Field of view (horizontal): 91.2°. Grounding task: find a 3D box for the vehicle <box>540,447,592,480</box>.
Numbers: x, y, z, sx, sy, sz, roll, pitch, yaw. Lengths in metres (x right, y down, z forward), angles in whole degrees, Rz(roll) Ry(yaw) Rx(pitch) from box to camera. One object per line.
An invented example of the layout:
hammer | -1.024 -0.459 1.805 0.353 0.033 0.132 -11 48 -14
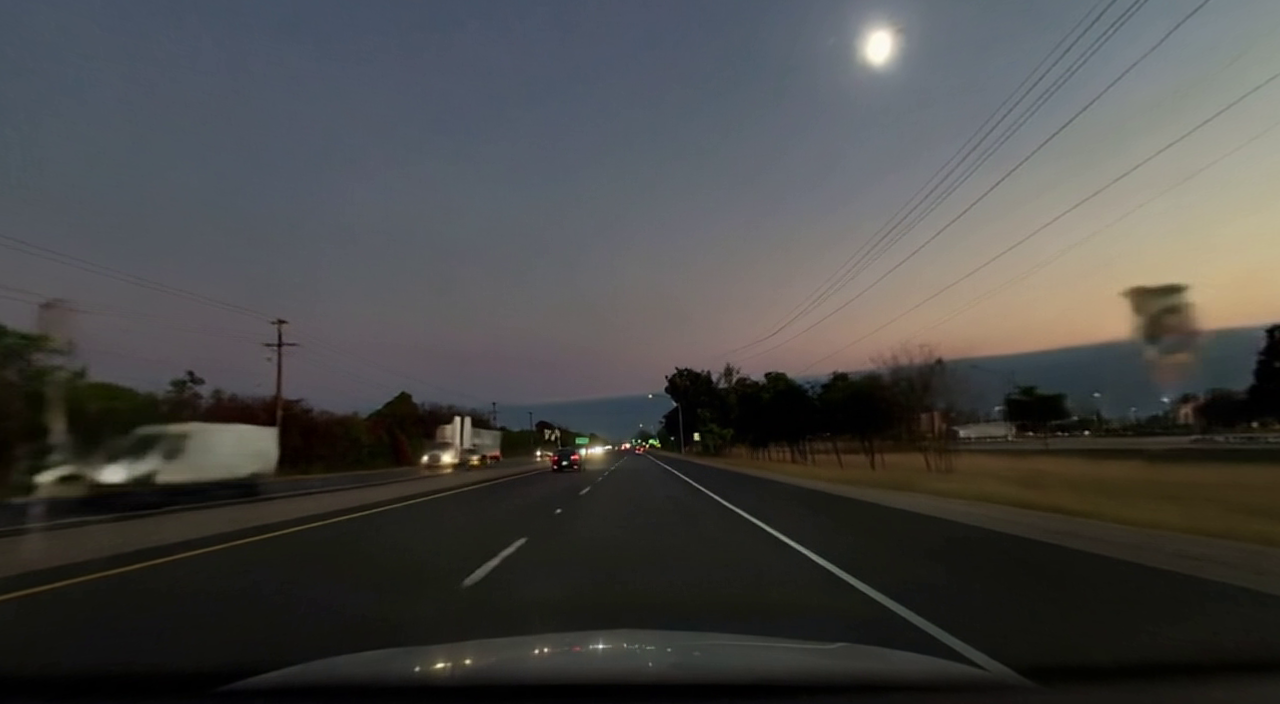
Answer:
vehicle | -3.650 5.632 31.830 2.123 1.545 4.404 0 -9 0

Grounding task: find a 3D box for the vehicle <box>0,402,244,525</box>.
vehicle | -13.582 2.797 16.169 2.240 2.488 6.830 0 -9 0

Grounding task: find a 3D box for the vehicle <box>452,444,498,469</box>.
vehicle | -12.421 7.896 47.495 2.144 1.816 4.673 0 -9 0
